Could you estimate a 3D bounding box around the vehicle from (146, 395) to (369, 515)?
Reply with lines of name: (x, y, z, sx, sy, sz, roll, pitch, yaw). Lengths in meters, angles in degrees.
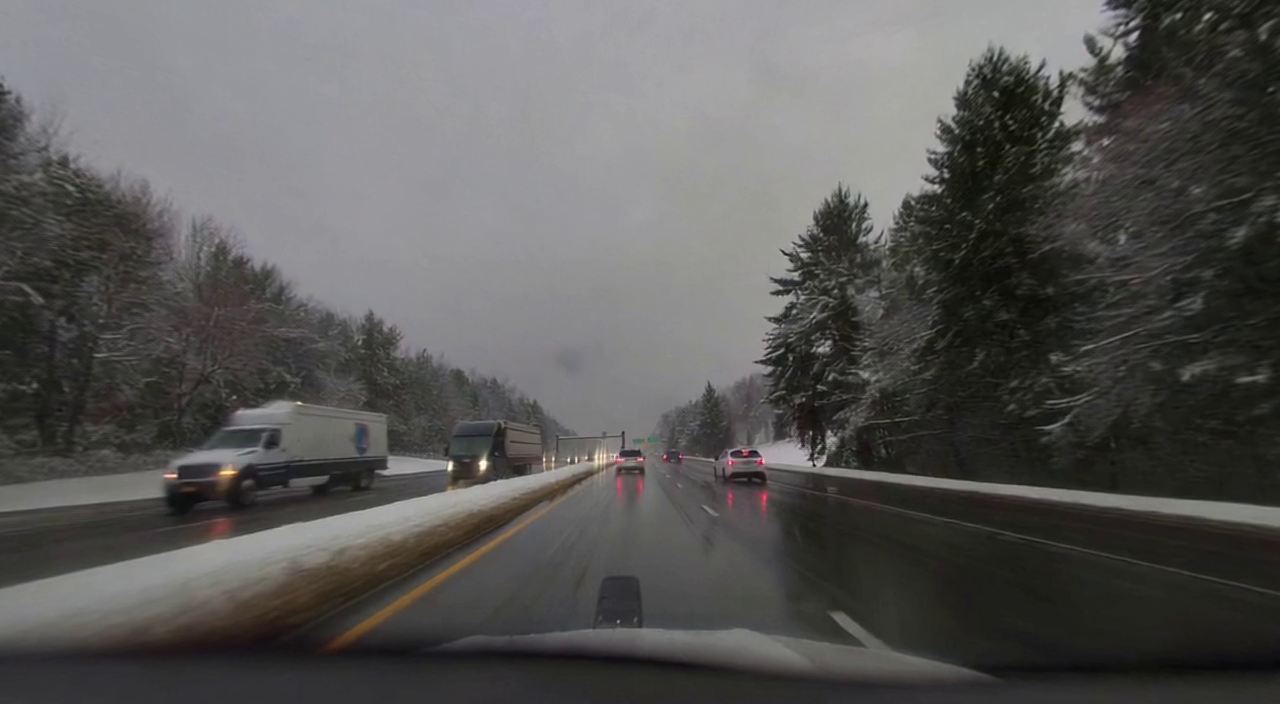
vehicle: (-13.577, 3.786, 23.597, 2.794, 3.610, 8.879, 0, -9, -1)

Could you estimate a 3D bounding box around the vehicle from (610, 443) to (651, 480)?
vehicle: (-0.469, 5.569, 32.139, 1.937, 1.699, 3.936, 0, -9, 0)

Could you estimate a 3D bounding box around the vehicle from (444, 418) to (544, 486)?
vehicle: (-9.206, 6.687, 42.390, 2.893, 3.609, 16.653, 0, -9, 0)

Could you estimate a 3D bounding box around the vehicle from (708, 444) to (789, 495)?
vehicle: (3.531, 3.889, 21.172, 1.843, 1.505, 4.339, 0, -9, -1)
